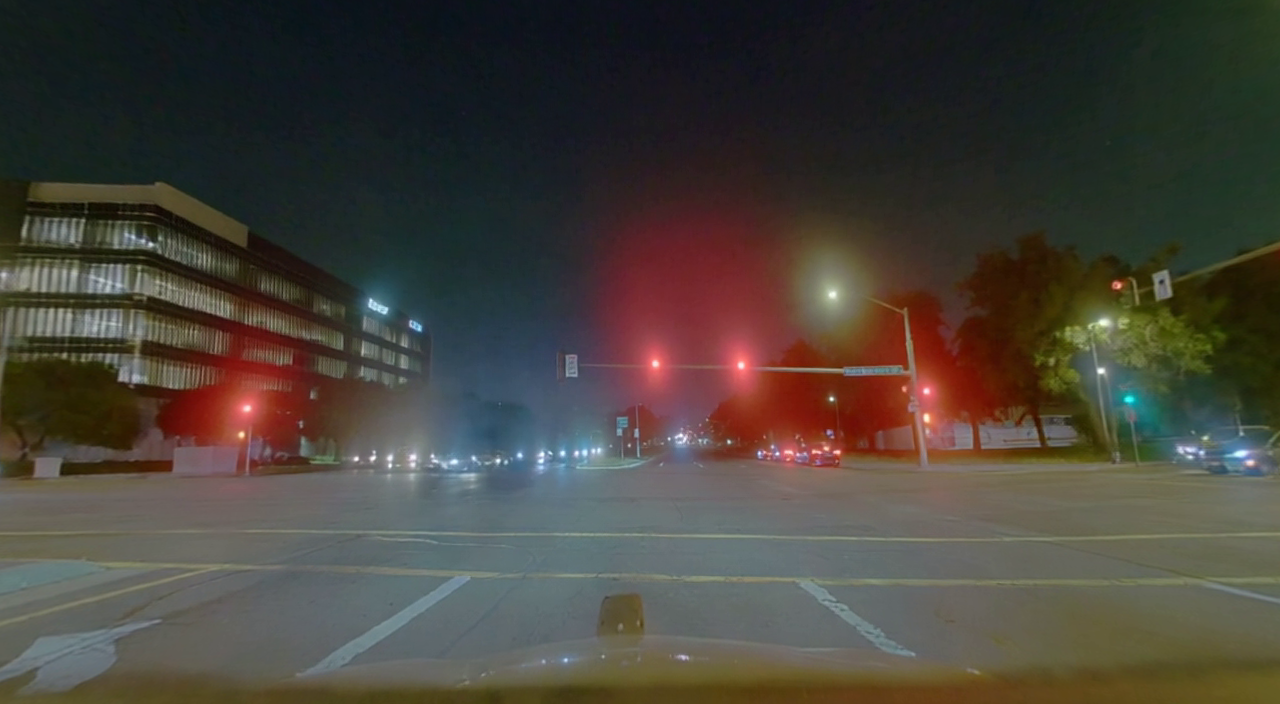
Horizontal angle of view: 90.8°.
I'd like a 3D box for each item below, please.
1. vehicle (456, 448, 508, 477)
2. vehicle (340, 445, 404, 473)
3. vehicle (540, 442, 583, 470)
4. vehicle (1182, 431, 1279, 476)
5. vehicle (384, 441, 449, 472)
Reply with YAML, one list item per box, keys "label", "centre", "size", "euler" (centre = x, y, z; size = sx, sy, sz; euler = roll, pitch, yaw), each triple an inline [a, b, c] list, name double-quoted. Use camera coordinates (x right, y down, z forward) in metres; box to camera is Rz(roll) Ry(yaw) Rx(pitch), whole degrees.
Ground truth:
- label: "vehicle"
  centre: [-7.697, 5.391, 31.185]
  size: [1.910, 1.288, 4.093]
  euler: [1, -9, -6]
- label: "vehicle"
  centre: [-18.559, 7.412, 44.081]
  size: [2.237, 1.842, 5.116]
  euler: [0, -9, 0]
- label: "vehicle"
  centre: [-4.282, 5.784, 35.311]
  size: [2.109, 1.461, 4.637]
  euler: [0, -9, -4]
- label: "vehicle"
  centre: [22.311, 3.565, 22.365]
  size: [4.474, 1.477, 1.908]
  euler: [0, -9, -3]
- label: "vehicle"
  centre: [-15.145, 7.123, 43.248]
  size: [2.340, 1.946, 5.450]
  euler: [-1, -9, 1]
